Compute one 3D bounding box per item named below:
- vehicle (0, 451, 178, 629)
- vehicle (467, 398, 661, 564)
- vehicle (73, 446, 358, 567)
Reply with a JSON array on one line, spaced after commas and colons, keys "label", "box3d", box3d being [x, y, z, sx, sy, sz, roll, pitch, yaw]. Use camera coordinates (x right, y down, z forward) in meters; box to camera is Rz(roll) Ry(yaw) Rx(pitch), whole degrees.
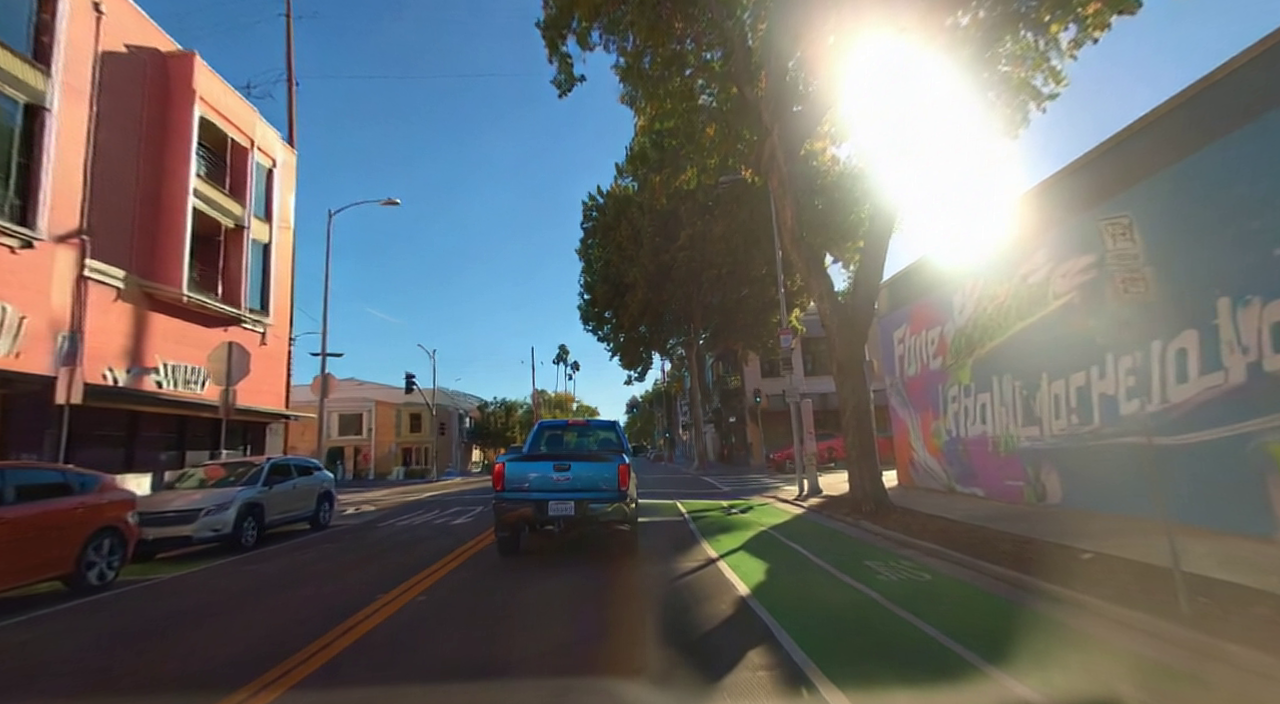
[{"label": "vehicle", "box3d": [-7.178, 1.884, 6.308, 1.882, 1.686, 4.489, -1, -8, -3]}, {"label": "vehicle", "box3d": [-0.863, 1.820, 9.645, 2.215, 1.882, 4.611, 0, -8, 0]}, {"label": "vehicle", "box3d": [-7.440, 2.669, 11.948, 1.884, 1.730, 5.076, 0, -8, 0]}]
